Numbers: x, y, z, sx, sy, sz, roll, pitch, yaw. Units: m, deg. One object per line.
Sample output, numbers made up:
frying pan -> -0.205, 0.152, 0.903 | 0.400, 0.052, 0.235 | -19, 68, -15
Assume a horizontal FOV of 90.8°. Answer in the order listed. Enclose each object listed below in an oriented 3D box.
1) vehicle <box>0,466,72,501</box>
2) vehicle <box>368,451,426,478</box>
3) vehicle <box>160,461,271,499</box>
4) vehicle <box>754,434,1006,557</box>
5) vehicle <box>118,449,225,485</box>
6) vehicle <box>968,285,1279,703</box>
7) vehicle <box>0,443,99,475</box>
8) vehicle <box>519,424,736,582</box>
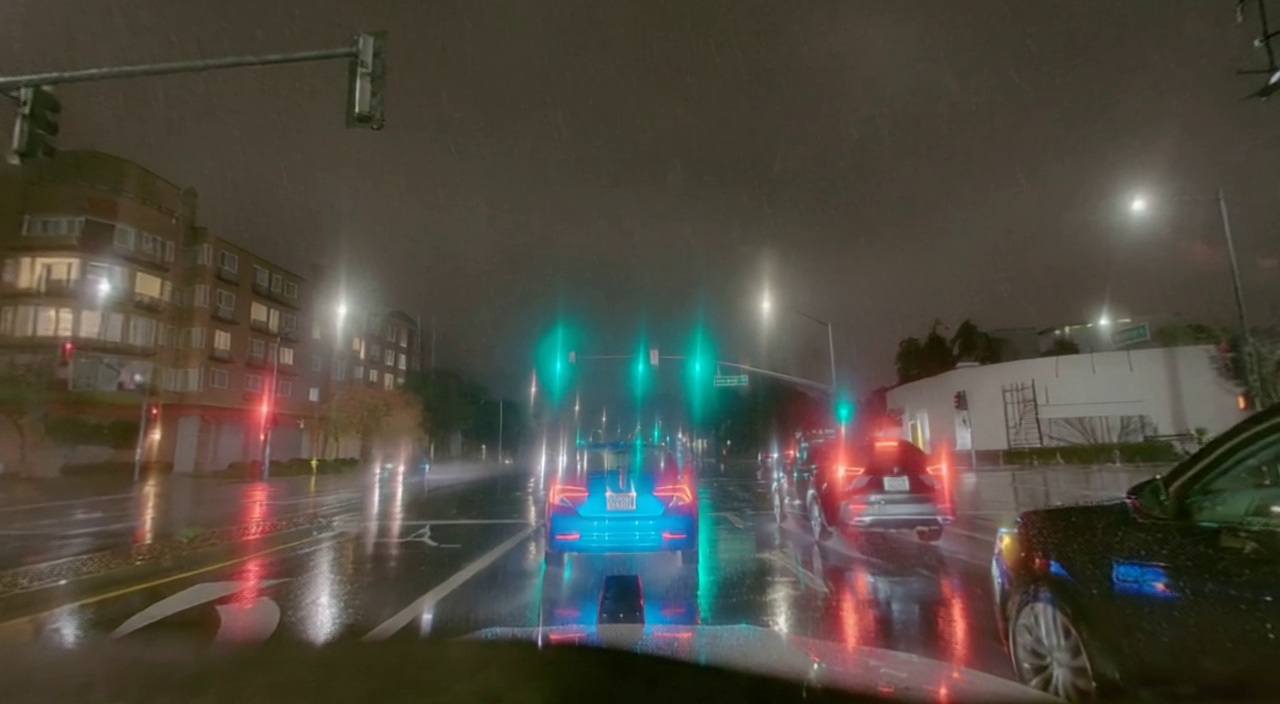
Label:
vehicle -> -28.022, 6.071, 29.437 | 1.972, 1.433, 4.324 | 8, -12, -39
vehicle -> -14.714, 6.830, 38.565 | 1.817, 1.442, 4.371 | 0, -8, 0
vehicle -> -19.097, 5.757, 28.696 | 1.942, 1.453, 4.448 | 0, -9, 0
vehicle -> 3.216, 2.009, 9.661 | 2.009, 1.414, 4.416 | 0, -8, -2
vehicle -> -27.509, 6.747, 37.346 | 2.300, 1.932, 5.056 | -1, -8, 2
vehicle -> 3.016, 0.633, 1.573 | 2.047, 1.785, 4.357 | 0, -8, 0
vehicle -> -35.783, 6.366, 37.770 | 2.145, 1.797, 5.198 | -1, -9, 1
vehicle -> -0.142, 1.749, 8.113 | 2.095, 1.502, 3.873 | 0, -8, -1
